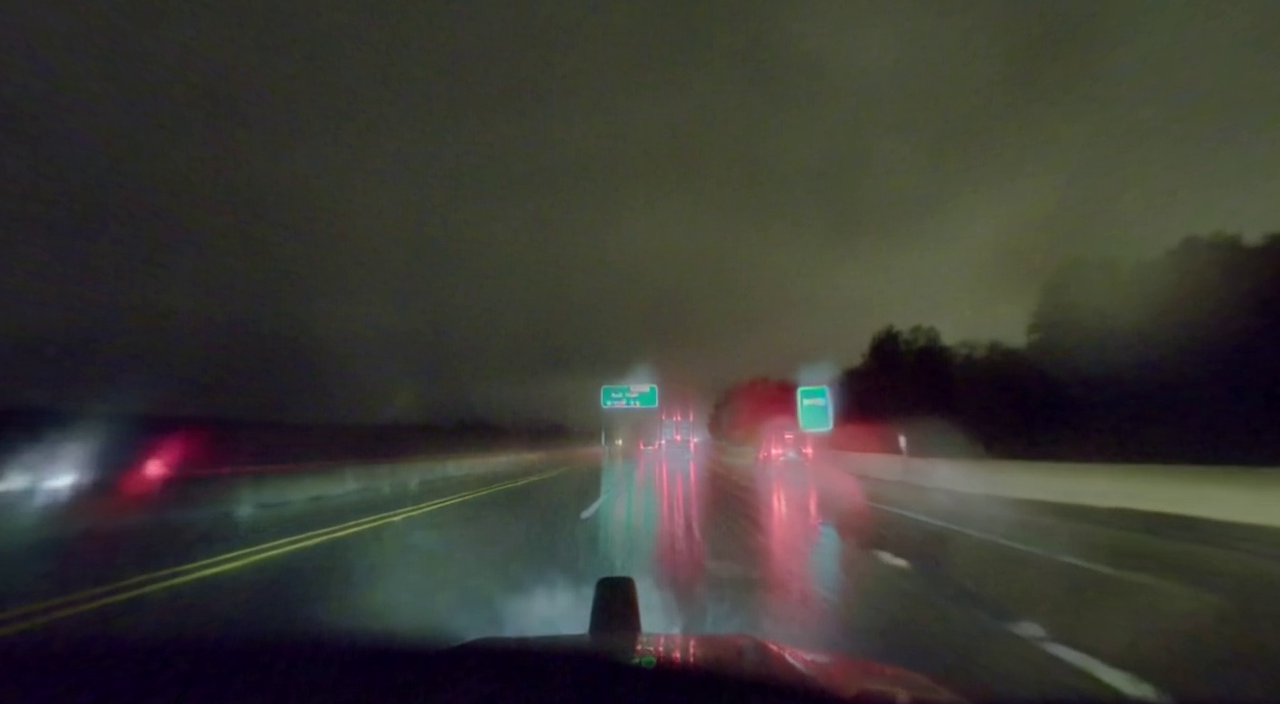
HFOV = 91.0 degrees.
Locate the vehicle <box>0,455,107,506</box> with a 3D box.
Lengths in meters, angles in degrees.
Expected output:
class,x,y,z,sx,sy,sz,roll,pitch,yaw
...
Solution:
class,x,y,z,sx,sy,sz,roll,pitch,yaw
vehicle,-21.853,4.490,22.271,1.916,1.564,4.494,-1,-8,2
